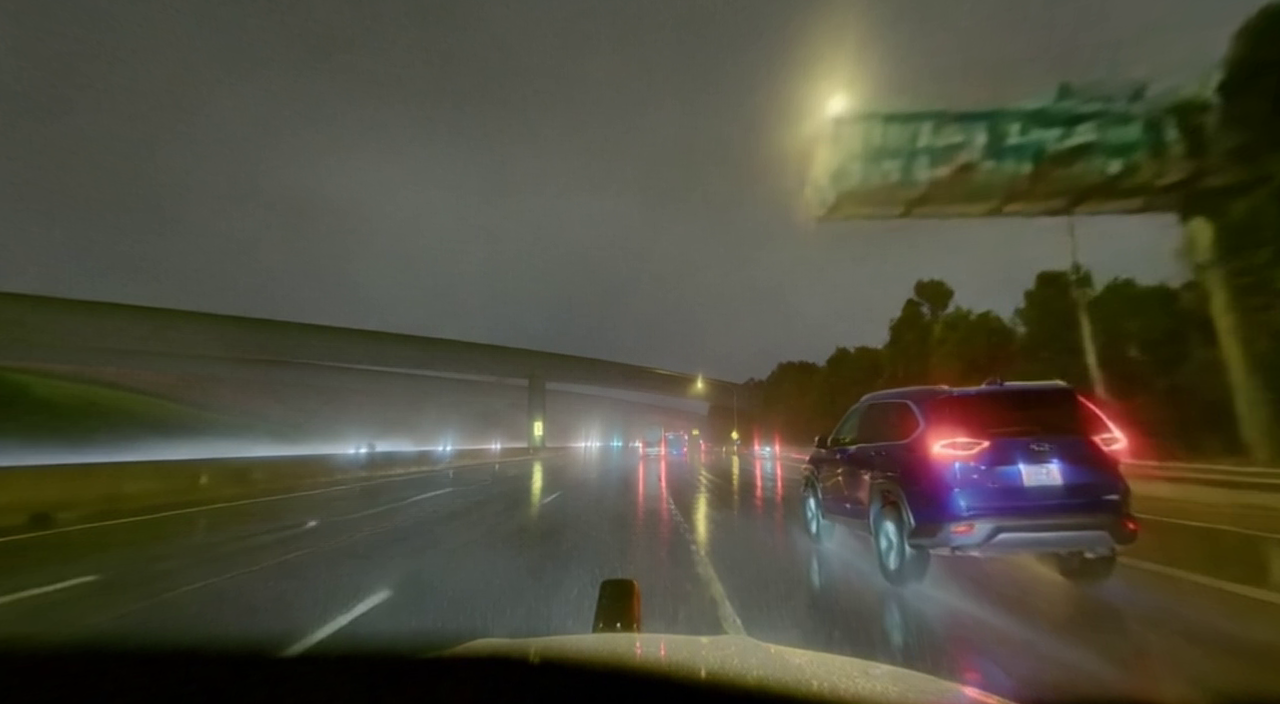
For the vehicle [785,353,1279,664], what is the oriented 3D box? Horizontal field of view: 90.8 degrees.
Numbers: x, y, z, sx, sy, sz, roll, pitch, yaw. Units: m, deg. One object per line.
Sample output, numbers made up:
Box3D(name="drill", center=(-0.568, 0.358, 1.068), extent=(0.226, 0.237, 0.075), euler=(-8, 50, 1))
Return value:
Box3D(name="vehicle", center=(3.221, 1.304, 6.479), extent=(2.155, 1.918, 4.945), euler=(0, -8, -2))
